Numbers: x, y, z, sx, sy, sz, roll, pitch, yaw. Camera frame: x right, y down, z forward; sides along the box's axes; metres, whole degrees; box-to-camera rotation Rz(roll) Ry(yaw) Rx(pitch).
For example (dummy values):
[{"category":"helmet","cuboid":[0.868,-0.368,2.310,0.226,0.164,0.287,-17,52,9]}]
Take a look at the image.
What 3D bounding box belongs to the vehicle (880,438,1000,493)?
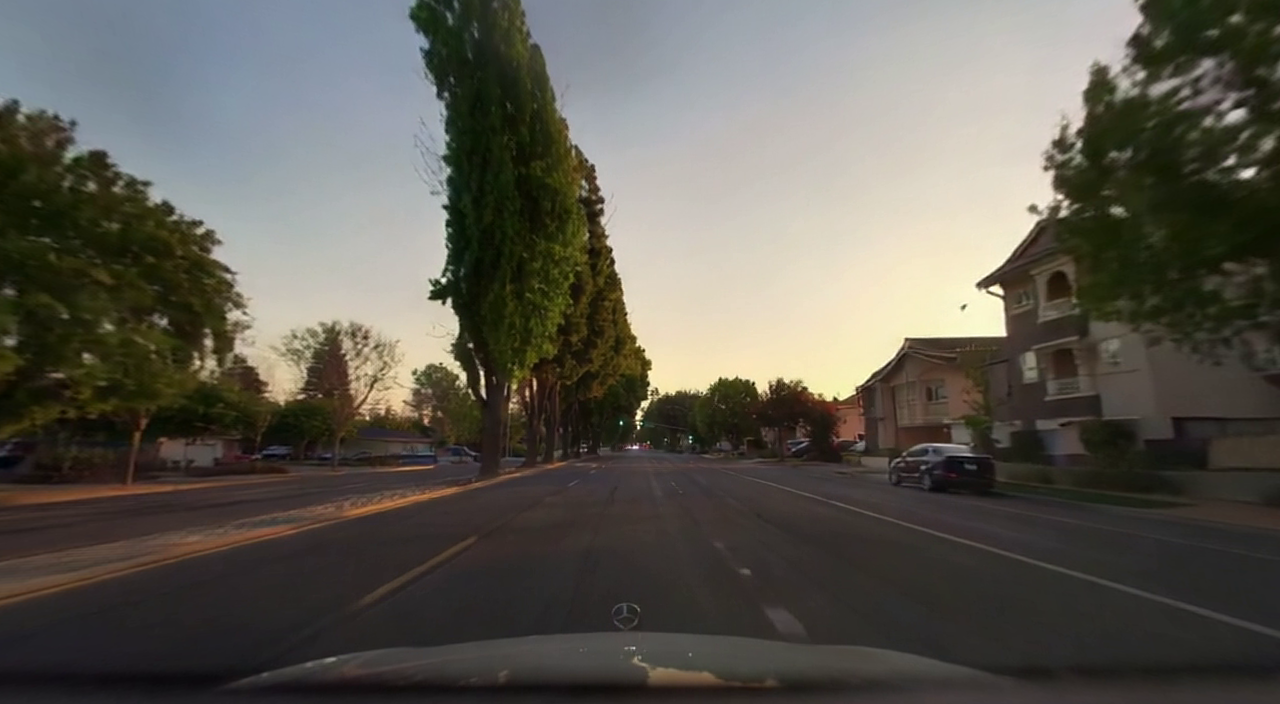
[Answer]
[{"category":"vehicle","cuboid":[10.312,3.922,22.191,2.044,1.705,4.668,0,-9,2]}]
